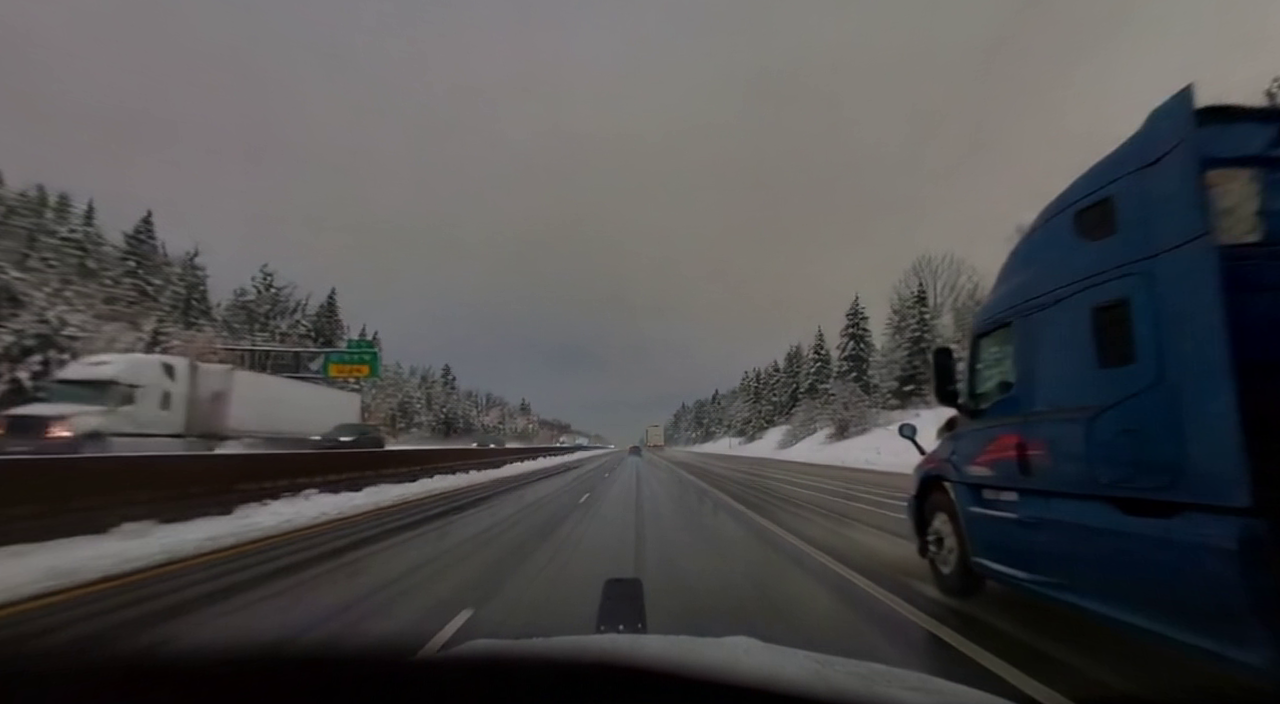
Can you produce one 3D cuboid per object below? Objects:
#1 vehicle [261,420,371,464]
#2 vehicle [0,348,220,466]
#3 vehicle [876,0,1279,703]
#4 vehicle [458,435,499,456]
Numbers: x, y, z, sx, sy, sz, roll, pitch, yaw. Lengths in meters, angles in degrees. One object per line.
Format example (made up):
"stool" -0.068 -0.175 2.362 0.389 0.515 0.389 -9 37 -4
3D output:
"vehicle" -12.202 3.450 24.103 1.862 1.504 4.333 0 -9 0
"vehicle" -19.498 2.240 23.834 2.949 3.933 5.897 0 -9 0
"vehicle" 4.476 0.048 4.768 3.000 3.889 6.005 0 -9 1
"vehicle" -12.210 7.101 47.825 1.881 1.457 4.387 0 -9 1
